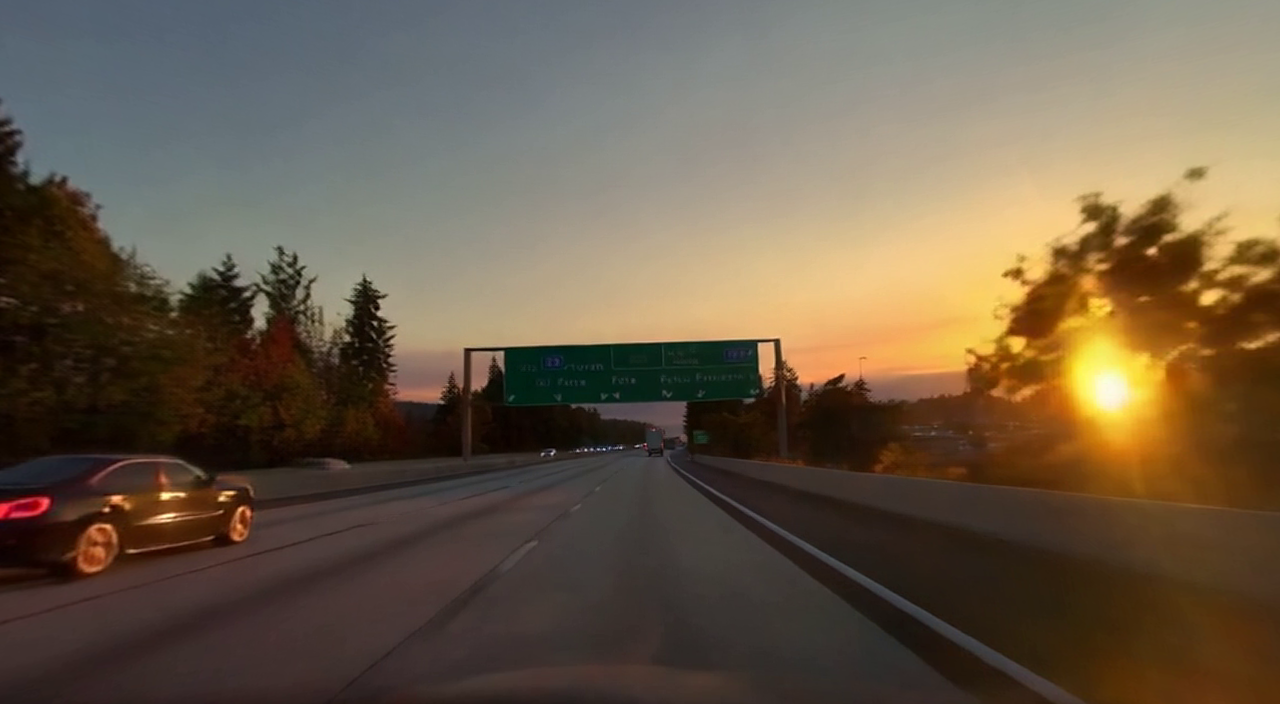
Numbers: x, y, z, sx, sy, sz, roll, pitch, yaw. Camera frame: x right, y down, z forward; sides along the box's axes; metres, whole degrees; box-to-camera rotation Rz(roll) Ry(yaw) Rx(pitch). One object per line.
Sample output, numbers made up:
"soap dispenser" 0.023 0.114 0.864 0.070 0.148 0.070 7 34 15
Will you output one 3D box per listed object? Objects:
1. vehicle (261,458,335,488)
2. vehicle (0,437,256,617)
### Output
"vehicle" -18.600 6.563 34.286 1.783 1.480 4.034 0 -9 0
"vehicle" -6.490 1.715 6.743 1.956 1.538 4.318 0 -9 0
